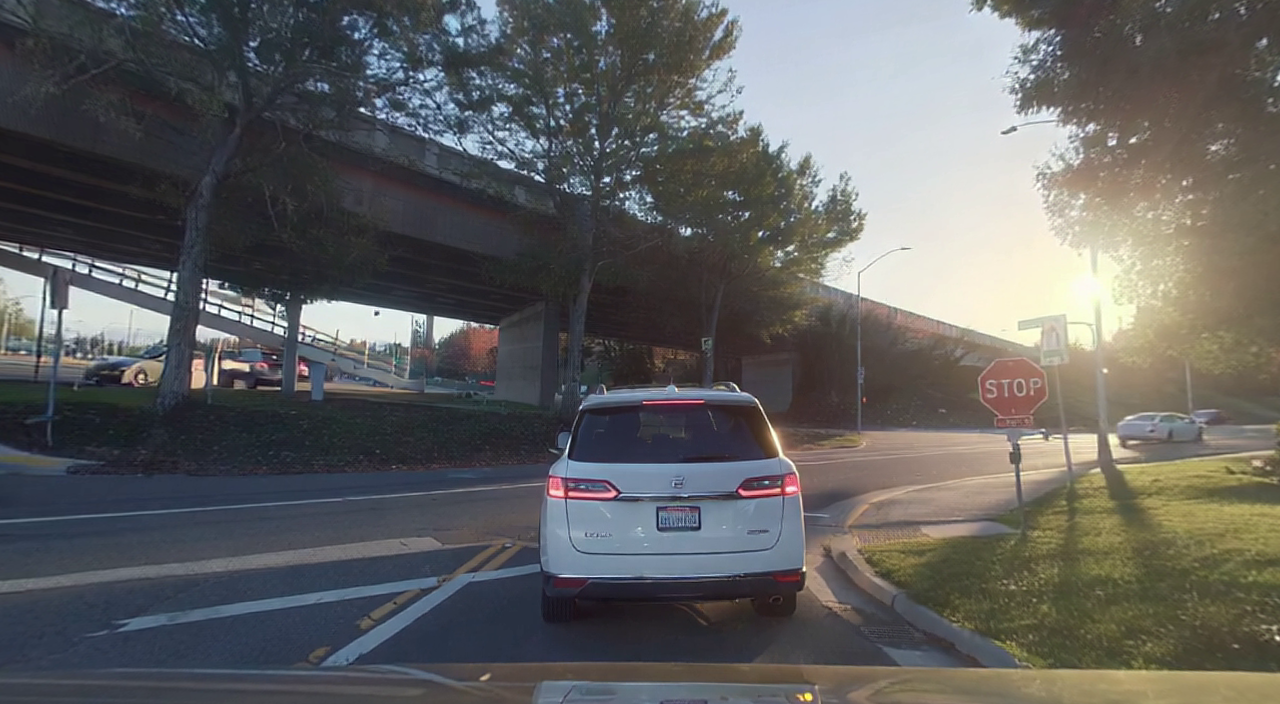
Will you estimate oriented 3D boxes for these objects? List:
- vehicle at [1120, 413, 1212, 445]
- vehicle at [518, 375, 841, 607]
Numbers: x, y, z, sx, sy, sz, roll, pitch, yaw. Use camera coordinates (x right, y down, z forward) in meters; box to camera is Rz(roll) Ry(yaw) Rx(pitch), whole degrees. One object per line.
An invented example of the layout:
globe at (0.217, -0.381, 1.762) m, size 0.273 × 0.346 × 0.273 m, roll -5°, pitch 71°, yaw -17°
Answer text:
vehicle at (29.637, 4.373, 35.507) m, size 5.060 × 1.648 × 2.038 m, roll 4°, pitch -10°, yaw -27°
vehicle at (0.311, 1.403, 7.151) m, size 2.494 × 1.804 × 4.336 m, roll 0°, pitch -9°, yaw 0°
